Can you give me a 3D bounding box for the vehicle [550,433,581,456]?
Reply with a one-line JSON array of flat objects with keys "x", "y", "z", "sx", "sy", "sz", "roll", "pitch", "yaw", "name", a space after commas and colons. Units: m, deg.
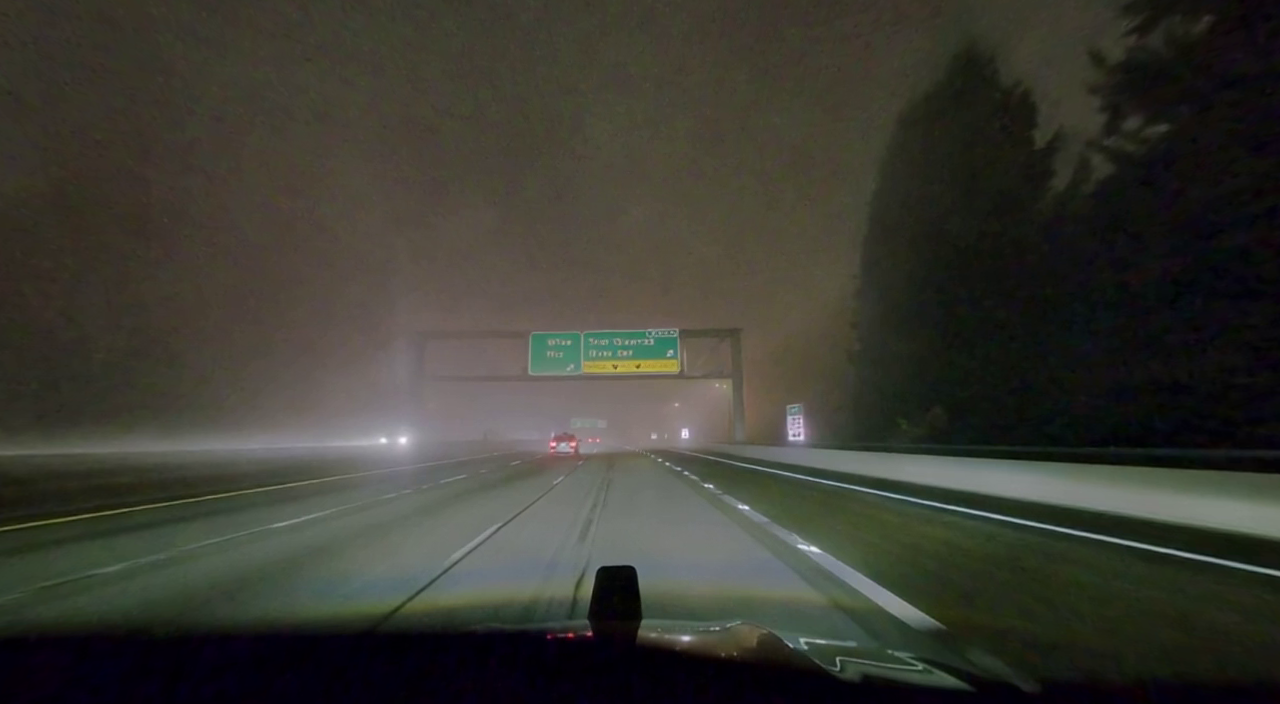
[{"x": -5.283, "y": 6.620, "z": 45.060, "sx": 1.878, "sy": 1.548, "sz": 3.966, "roll": 0, "pitch": -8, "yaw": -1, "name": "vehicle"}]
